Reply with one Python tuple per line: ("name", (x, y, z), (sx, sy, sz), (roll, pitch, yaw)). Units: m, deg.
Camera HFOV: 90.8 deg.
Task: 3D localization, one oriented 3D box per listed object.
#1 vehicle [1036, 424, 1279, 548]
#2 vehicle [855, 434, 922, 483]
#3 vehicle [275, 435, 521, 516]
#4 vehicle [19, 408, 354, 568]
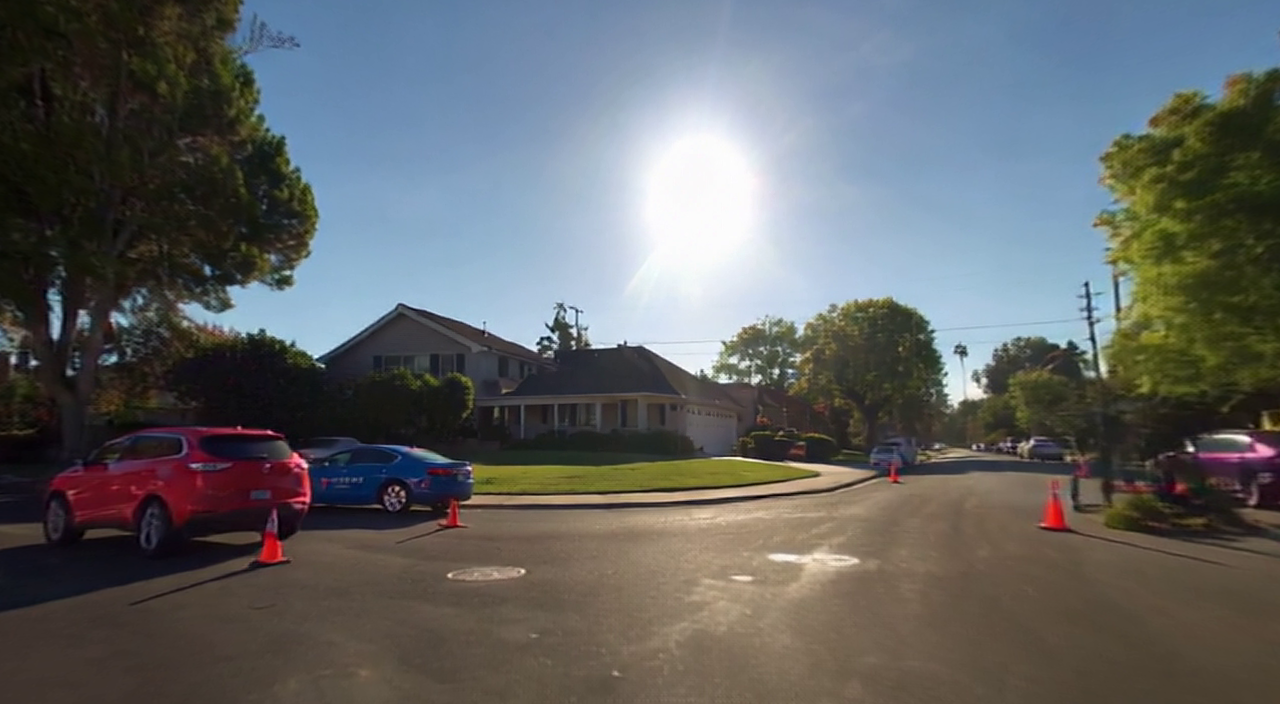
("vehicle", (9.039, 1.910, 9.616), (4.656, 1.577, 2.099), (0, -8, -6))
("vehicle", (9.923, 4.178, 25.041), (2.014, 1.742, 4.297), (-4, -9, 26))
("vehicle", (-5.338, 2.651, 14.036), (4.710, 1.515, 2.400), (-4, -9, 24))
("vehicle", (-6.494, 1.800, 9.070), (4.094, 1.748, 2.350), (-5, -10, 31))
